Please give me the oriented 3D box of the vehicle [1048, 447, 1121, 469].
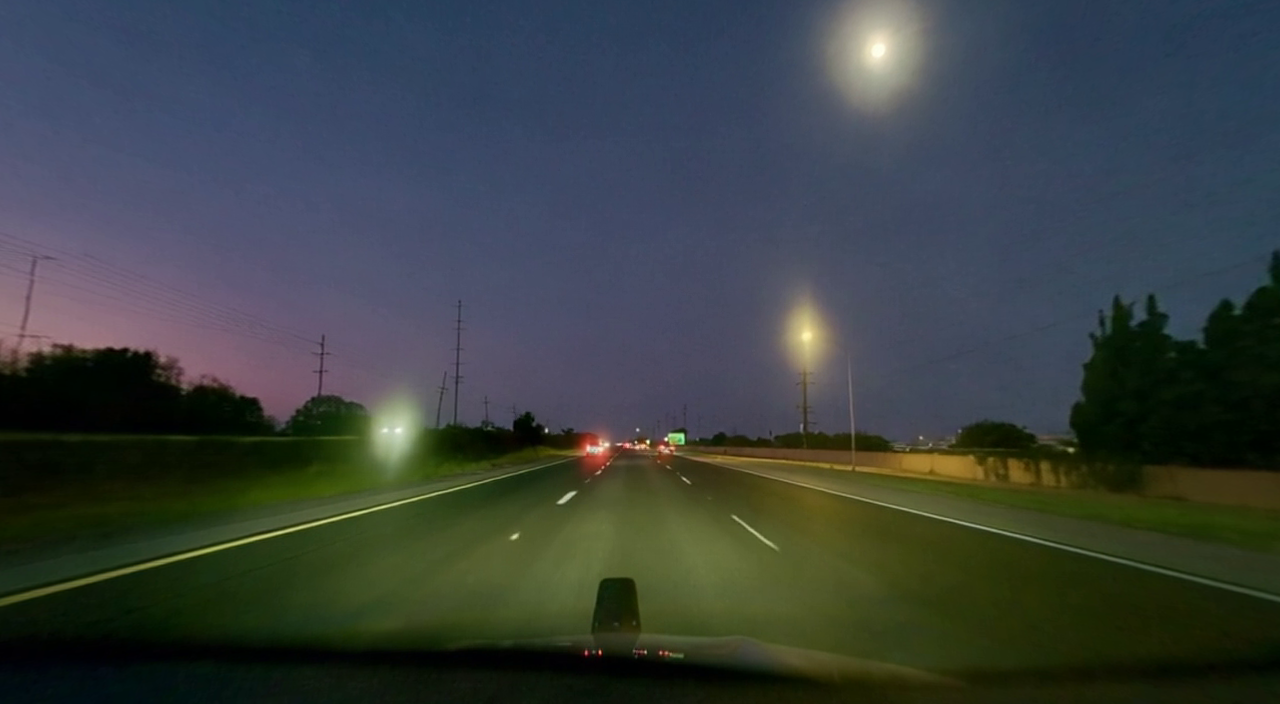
[{"bbox_3d":[33.277,7.902,47.511,1.874,1.546,5.052,0,-8,0],"label":"vehicle"}]
